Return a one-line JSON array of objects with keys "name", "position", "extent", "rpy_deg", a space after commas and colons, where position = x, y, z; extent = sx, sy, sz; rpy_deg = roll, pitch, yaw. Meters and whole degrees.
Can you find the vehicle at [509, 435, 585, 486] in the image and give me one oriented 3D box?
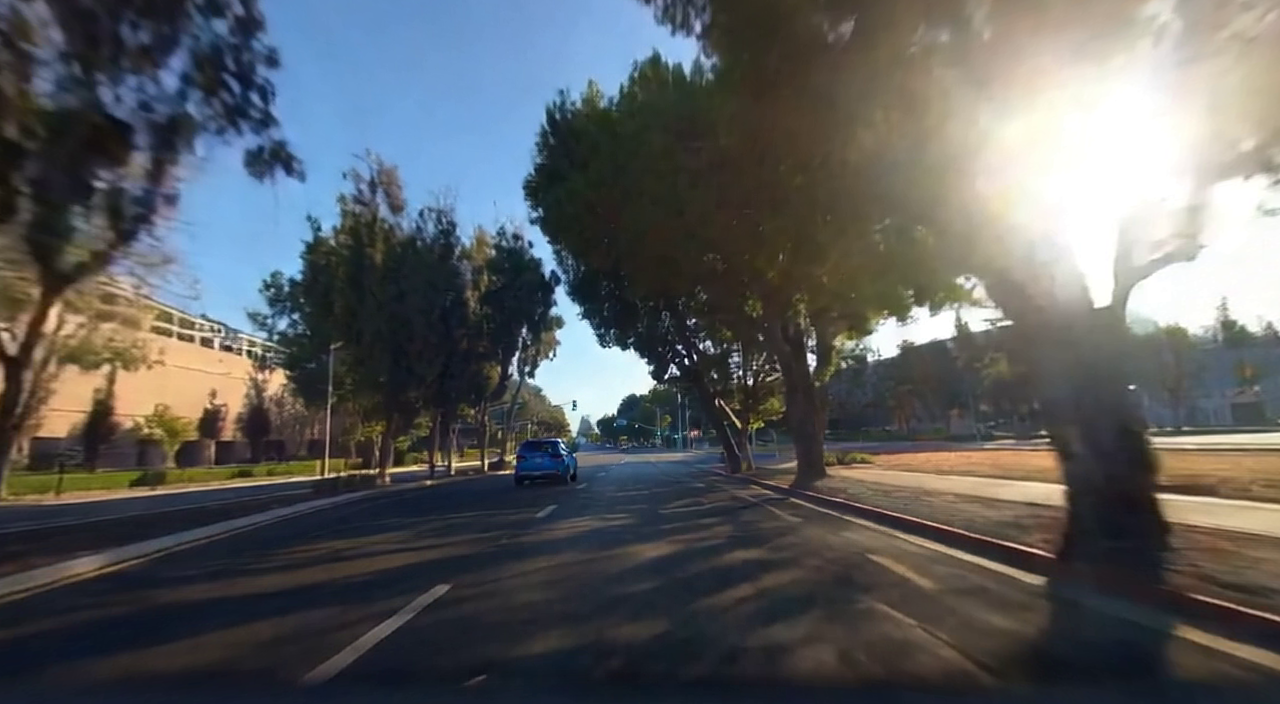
[{"name": "vehicle", "position": [-3.359, 4.016, 23.677], "extent": [2.121, 1.724, 4.392], "rpy_deg": [0, -9, 1]}]
